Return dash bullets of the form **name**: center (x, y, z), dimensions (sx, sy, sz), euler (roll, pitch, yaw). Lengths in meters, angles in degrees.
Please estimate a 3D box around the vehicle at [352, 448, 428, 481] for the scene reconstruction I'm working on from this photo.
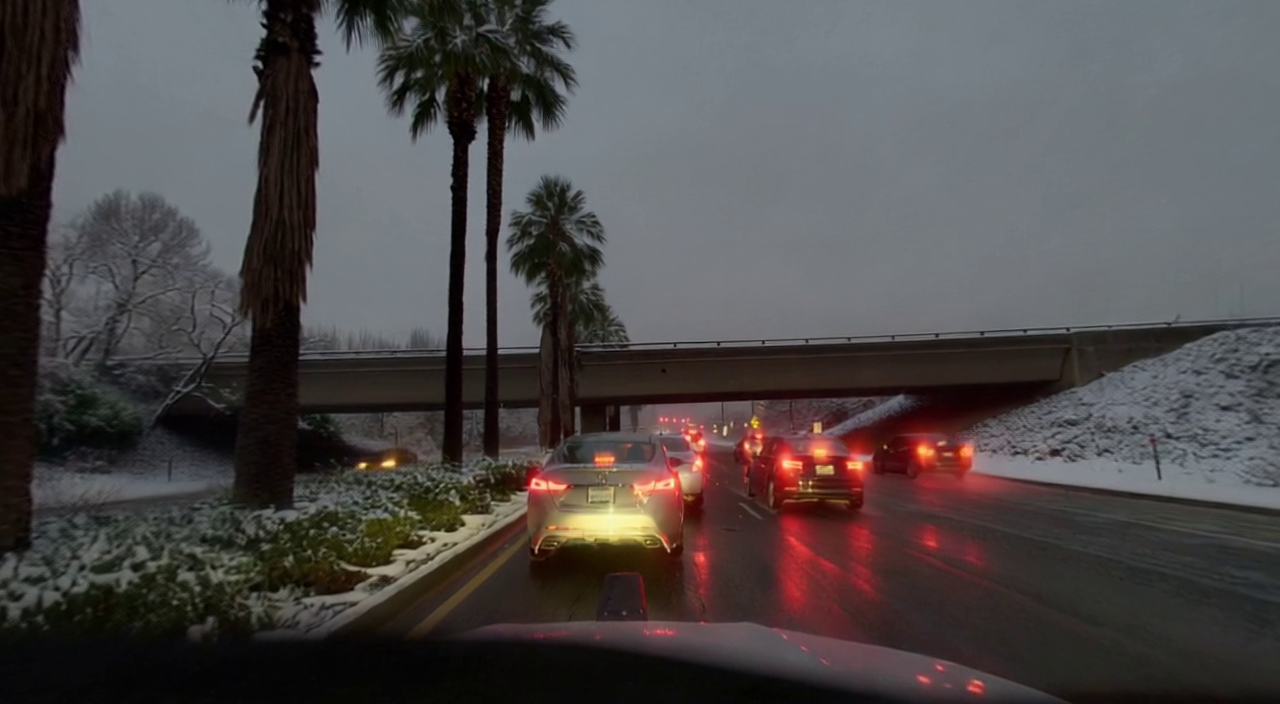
- **vehicle**: center (-12.303, 5.536, 31.256), dimensions (1.933, 1.486, 4.449), euler (0, -8, 1)

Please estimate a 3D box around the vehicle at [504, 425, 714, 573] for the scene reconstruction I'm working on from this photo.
- **vehicle**: center (-0.251, 1.823, 8.577), dimensions (2.172, 1.506, 4.018), euler (0, -8, 2)

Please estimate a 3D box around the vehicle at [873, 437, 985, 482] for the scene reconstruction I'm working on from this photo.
- **vehicle**: center (10.478, 3.931, 23.207), dimensions (2.100, 1.469, 4.772), euler (0, -9, 3)

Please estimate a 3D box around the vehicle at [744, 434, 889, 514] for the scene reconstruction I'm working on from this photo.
- **vehicle**: center (3.776, 2.696, 14.466), dimensions (2.034, 1.517, 4.840), euler (0, -9, 1)
